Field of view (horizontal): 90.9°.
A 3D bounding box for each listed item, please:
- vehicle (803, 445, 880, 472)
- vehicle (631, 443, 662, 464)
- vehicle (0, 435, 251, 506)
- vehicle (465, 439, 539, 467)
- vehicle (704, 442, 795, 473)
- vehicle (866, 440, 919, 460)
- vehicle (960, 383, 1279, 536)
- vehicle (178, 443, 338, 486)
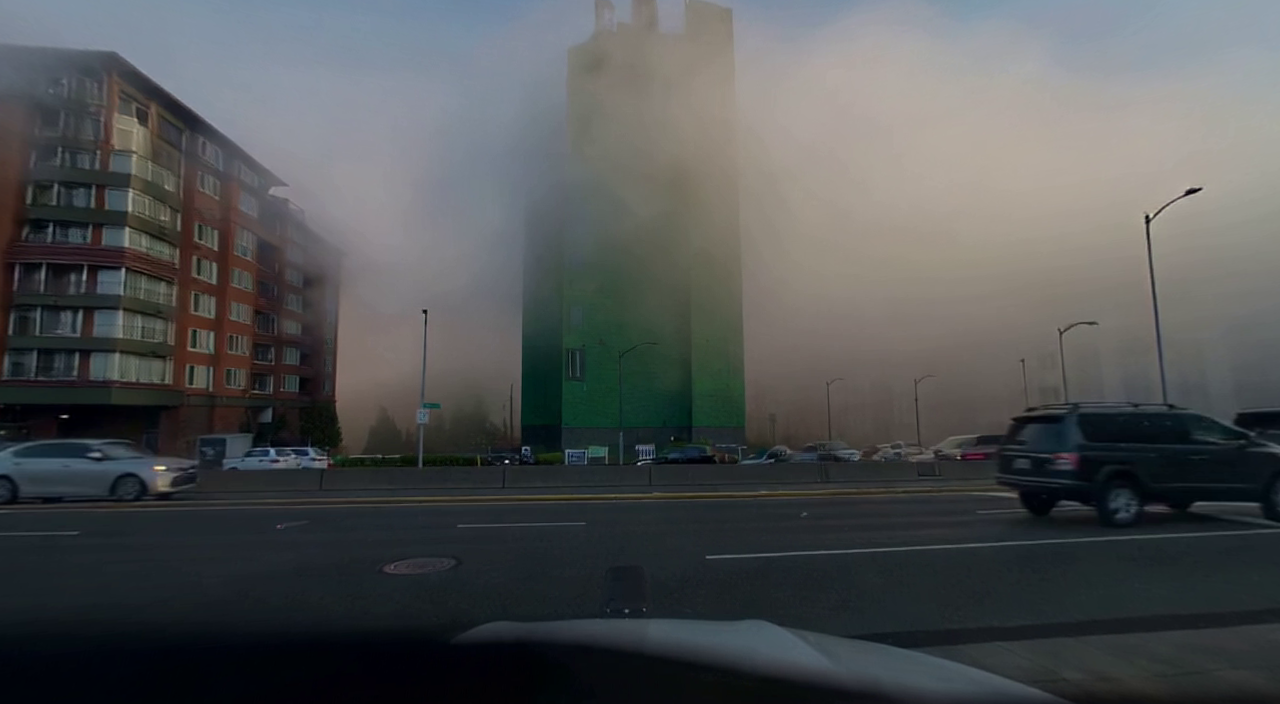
[{"bbox_3d":[12.764,6.730,39.960,4.215,1.575,1.884,2,-9,-11],"label":"vehicle"},{"bbox_3d":[0.434,7.580,47.135,1.845,1.509,3.855,1,-9,-6],"label":"vehicle"},{"bbox_3d":[-12.044,2.654,14.441,4.818,1.470,1.989,1,-9,-8],"label":"vehicle"},{"bbox_3d":[-10.171,7.459,46.568,4.920,1.956,1.865,-2,-9,14],"label":"vehicle"},{"bbox_3d":[6.678,6.474,38.733,5.127,1.803,2.011,1,-9,-9],"label":"vehicle"},{"bbox_3d":[19.808,7.738,49.643,2.133,1.494,4.108,1,-8,-5],"label":"vehicle"},{"bbox_3d":[8.236,1.678,10.175,4.885,2.081,2.342,1,-9,-9],"label":"vehicle"},{"bbox_3d":[-13.697,4.035,22.883,4.513,1.451,1.853,1,-9,-8],"label":"vehicle"}]
